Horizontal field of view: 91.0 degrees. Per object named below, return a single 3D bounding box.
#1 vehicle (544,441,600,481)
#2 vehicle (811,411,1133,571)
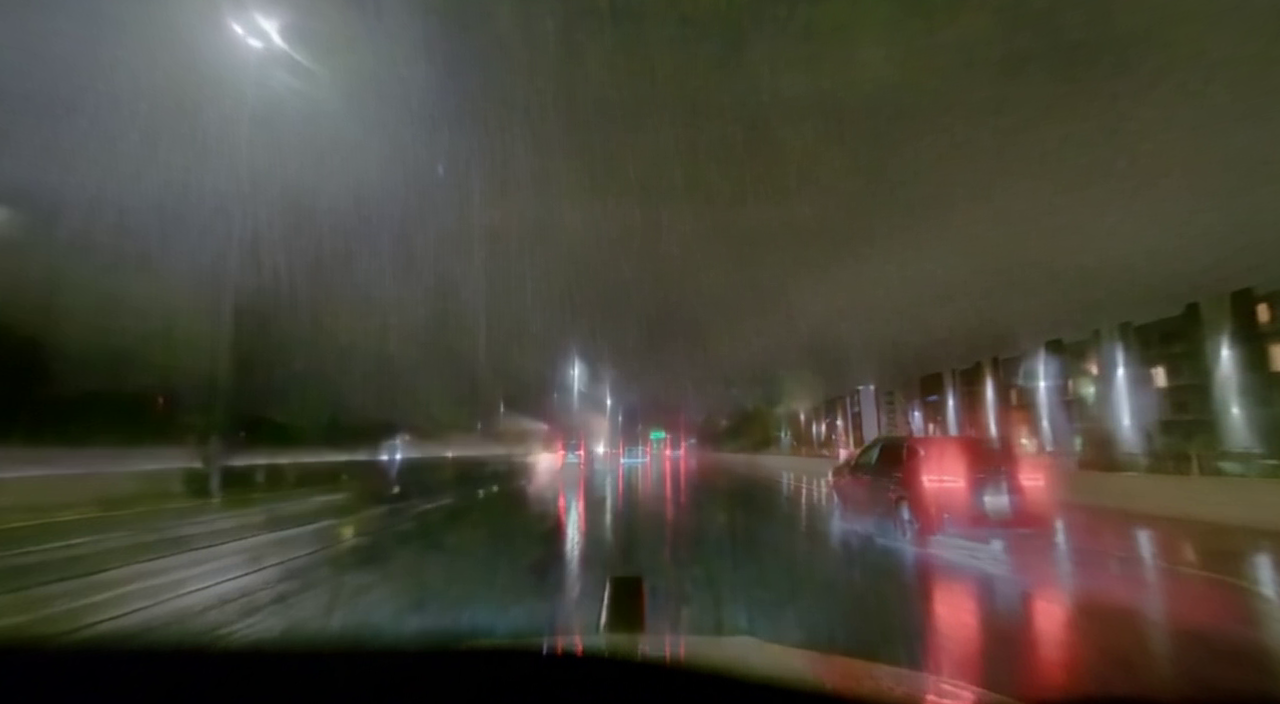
[{"bbox_3d":[-3.112,5.123,29.898,2.075,1.721,4.763,0,-9,1],"label":"vehicle"},{"bbox_3d":[4.284,1.875,9.282,2.170,1.733,4.631,0,-9,0],"label":"vehicle"}]
